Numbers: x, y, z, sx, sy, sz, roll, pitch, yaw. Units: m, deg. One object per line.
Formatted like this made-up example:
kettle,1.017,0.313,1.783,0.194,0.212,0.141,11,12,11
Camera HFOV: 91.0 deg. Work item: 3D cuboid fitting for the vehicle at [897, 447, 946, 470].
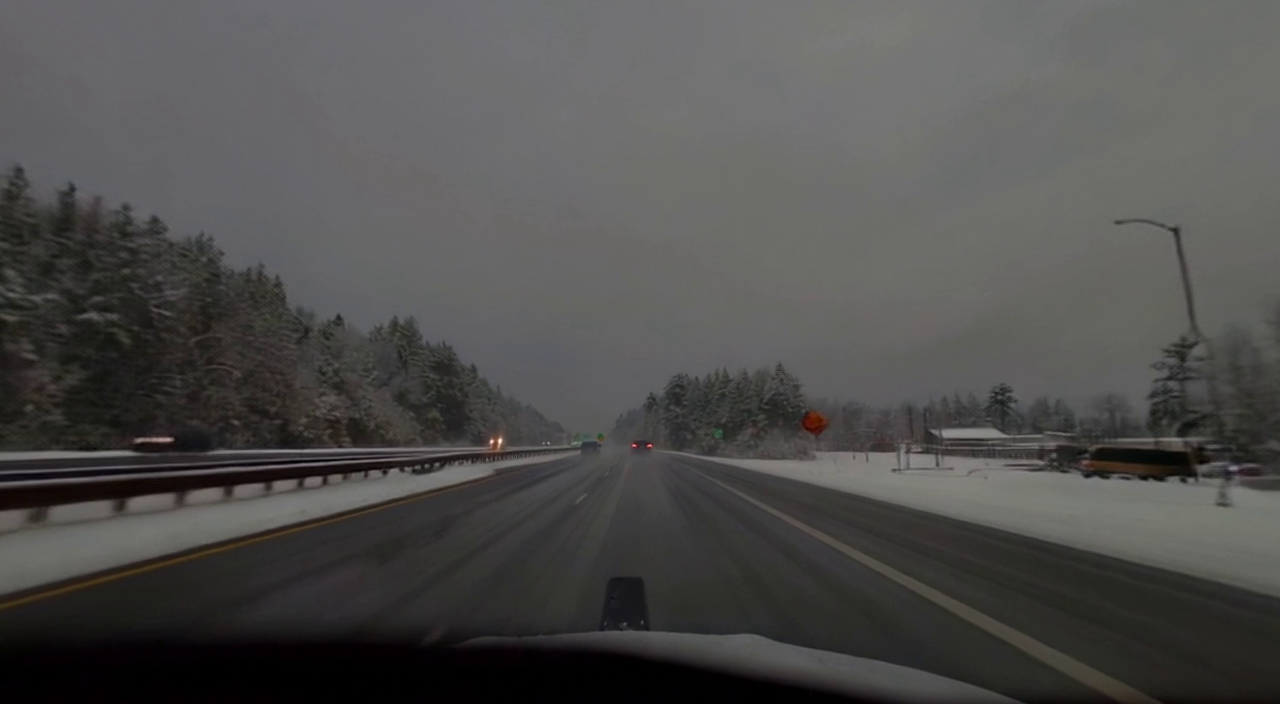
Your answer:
vehicle,20.545,7.735,46.108,1.889,1.560,4.976,-1,-8,7

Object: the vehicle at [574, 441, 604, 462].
vehicle,-3.946,7.787,49.333,2.057,1.514,3.845,0,-8,0

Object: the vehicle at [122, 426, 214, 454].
vehicle,-29.553,5.550,39.619,1.955,1.656,4.850,0,-8,1
